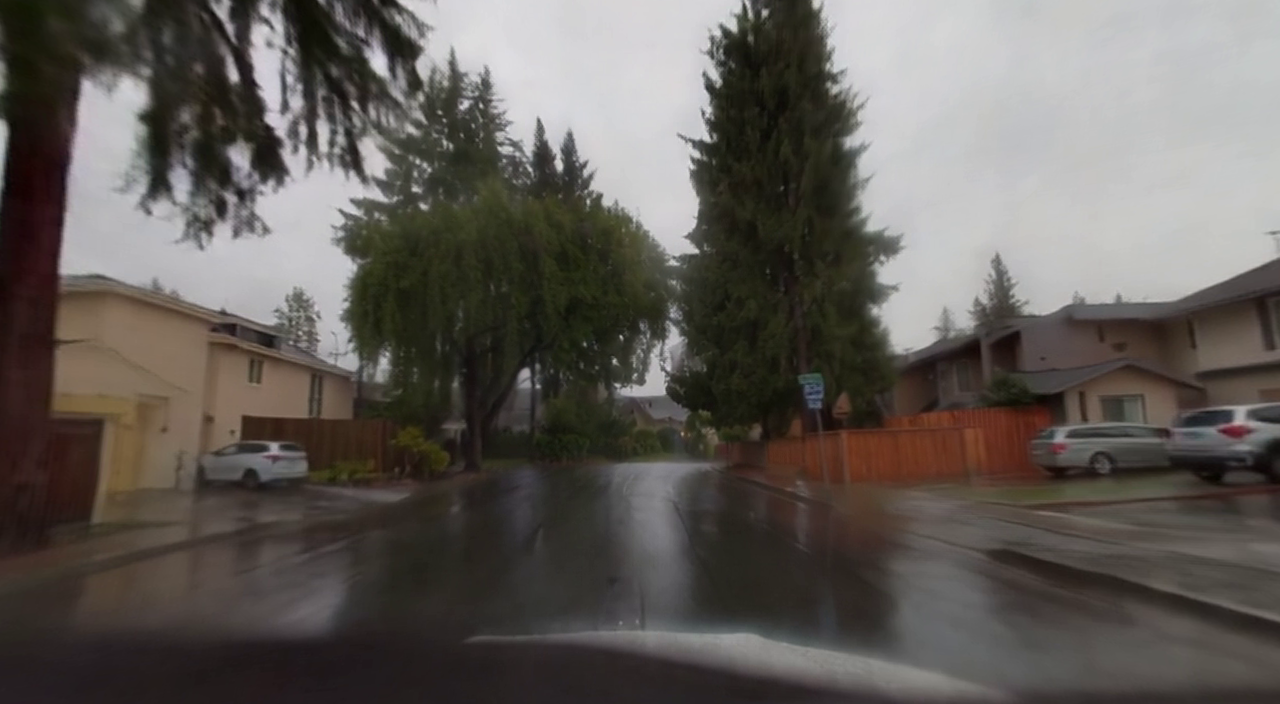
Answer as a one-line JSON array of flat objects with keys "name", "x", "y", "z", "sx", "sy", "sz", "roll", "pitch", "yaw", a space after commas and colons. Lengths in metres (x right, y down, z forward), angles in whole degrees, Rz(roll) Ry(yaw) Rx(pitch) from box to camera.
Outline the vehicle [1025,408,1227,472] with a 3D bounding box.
[{"name": "vehicle", "x": 13.104, "y": 2.446, "z": 17.341, "sx": 3.780, "sy": 1.601, "sz": 2.025, "roll": -2, "pitch": -9, "yaw": 13}]

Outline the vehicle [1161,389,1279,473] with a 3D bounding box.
[{"name": "vehicle", "x": 14.453, "y": 1.727, "z": 13.750, "sx": 4.261, "sy": 1.725, "sz": 1.955, "roll": -4, "pitch": -9, "yaw": 20}]

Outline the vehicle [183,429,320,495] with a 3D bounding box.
[{"name": "vehicle", "x": -12.469, "y": 3.470, "z": 20.167, "sx": 4.656, "sy": 1.835, "sz": 2.039, "roll": -7, "pitch": -11, "yaw": 37}]
